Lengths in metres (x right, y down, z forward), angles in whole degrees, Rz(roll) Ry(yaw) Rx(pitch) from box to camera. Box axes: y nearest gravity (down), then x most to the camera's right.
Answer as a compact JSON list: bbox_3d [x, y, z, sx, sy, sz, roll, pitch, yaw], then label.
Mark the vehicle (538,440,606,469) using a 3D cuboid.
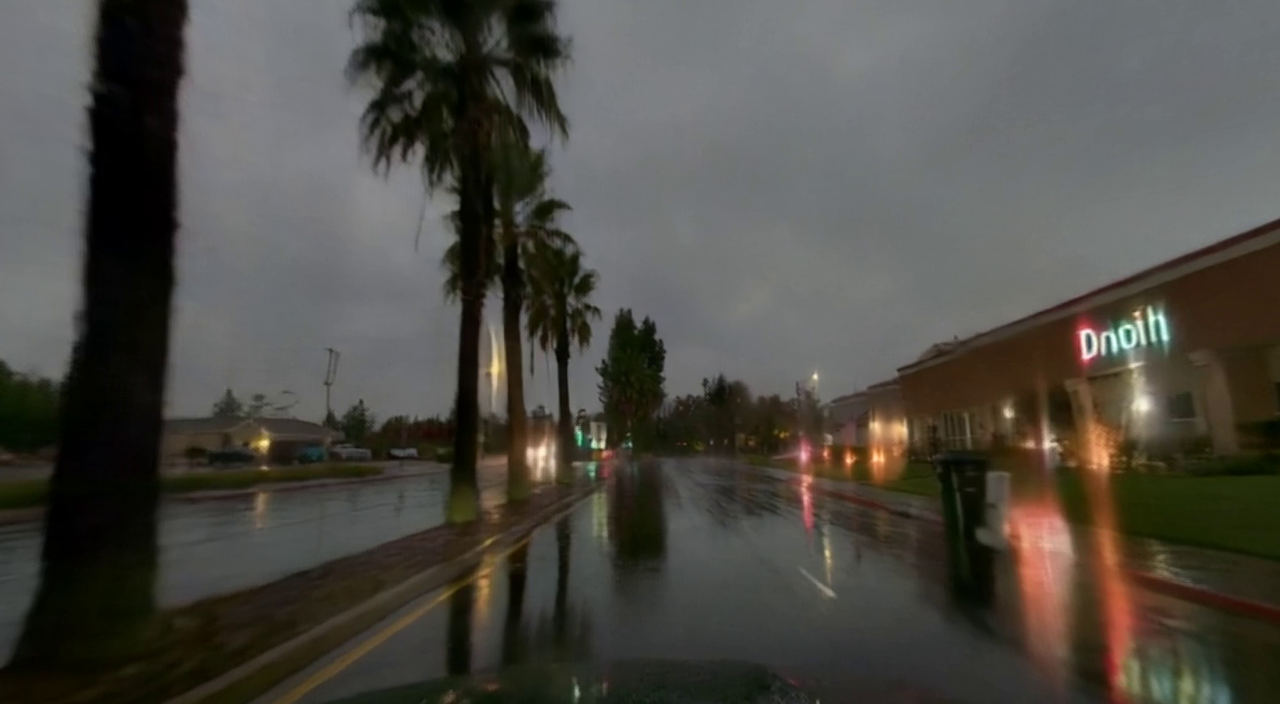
[{"bbox_3d":[-4.749,7.028,43.649,4.651,1.863,2.174,-8,-12,43],"label":"vehicle"}]
